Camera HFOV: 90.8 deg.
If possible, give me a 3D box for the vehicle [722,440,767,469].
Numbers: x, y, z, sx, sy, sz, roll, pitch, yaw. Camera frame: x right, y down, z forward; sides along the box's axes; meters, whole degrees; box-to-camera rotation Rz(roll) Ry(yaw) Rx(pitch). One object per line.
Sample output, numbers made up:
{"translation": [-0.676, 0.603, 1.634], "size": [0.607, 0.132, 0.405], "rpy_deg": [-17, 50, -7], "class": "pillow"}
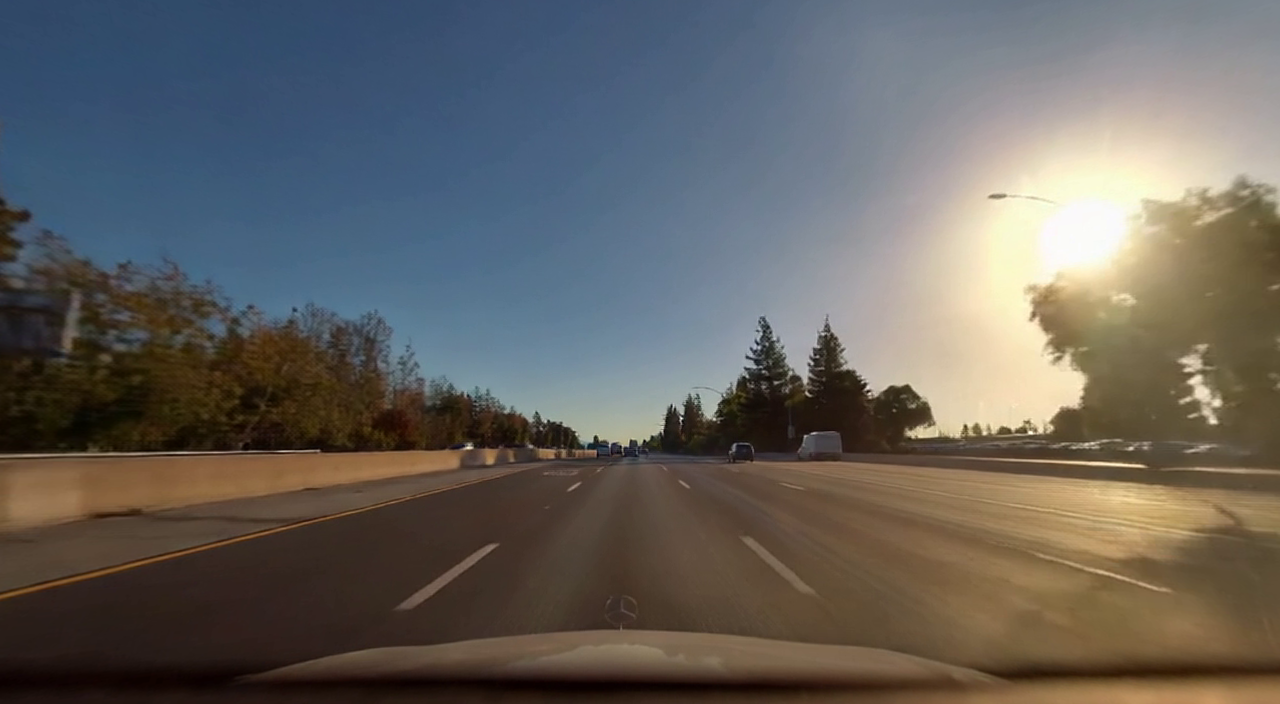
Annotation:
{"translation": [6.503, 6.424, 39.705], "size": [2.081, 1.705, 3.926], "rpy_deg": [0, -9, -1], "class": "vehicle"}
